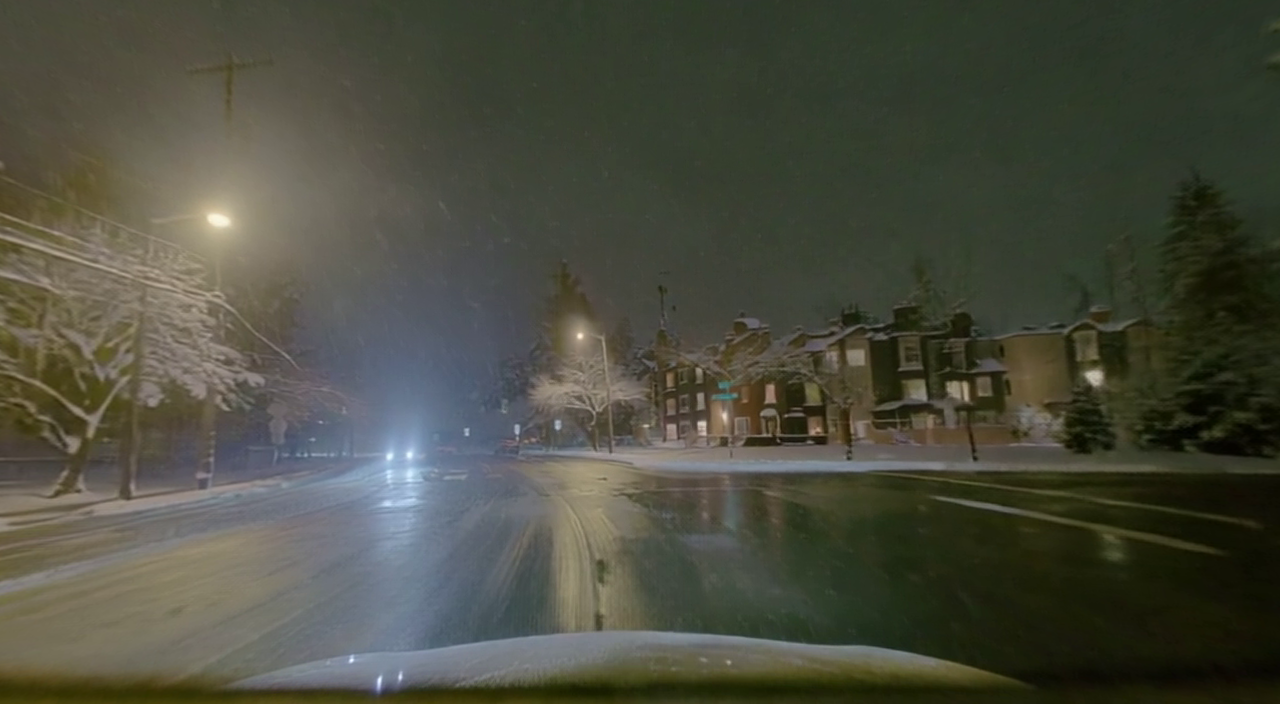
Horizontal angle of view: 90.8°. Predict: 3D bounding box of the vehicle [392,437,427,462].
[{"bbox_3d":[-17.634,7.445,48.268,2.247,1.801,4.672,3,-9,-22],"label":"vehicle"}]
